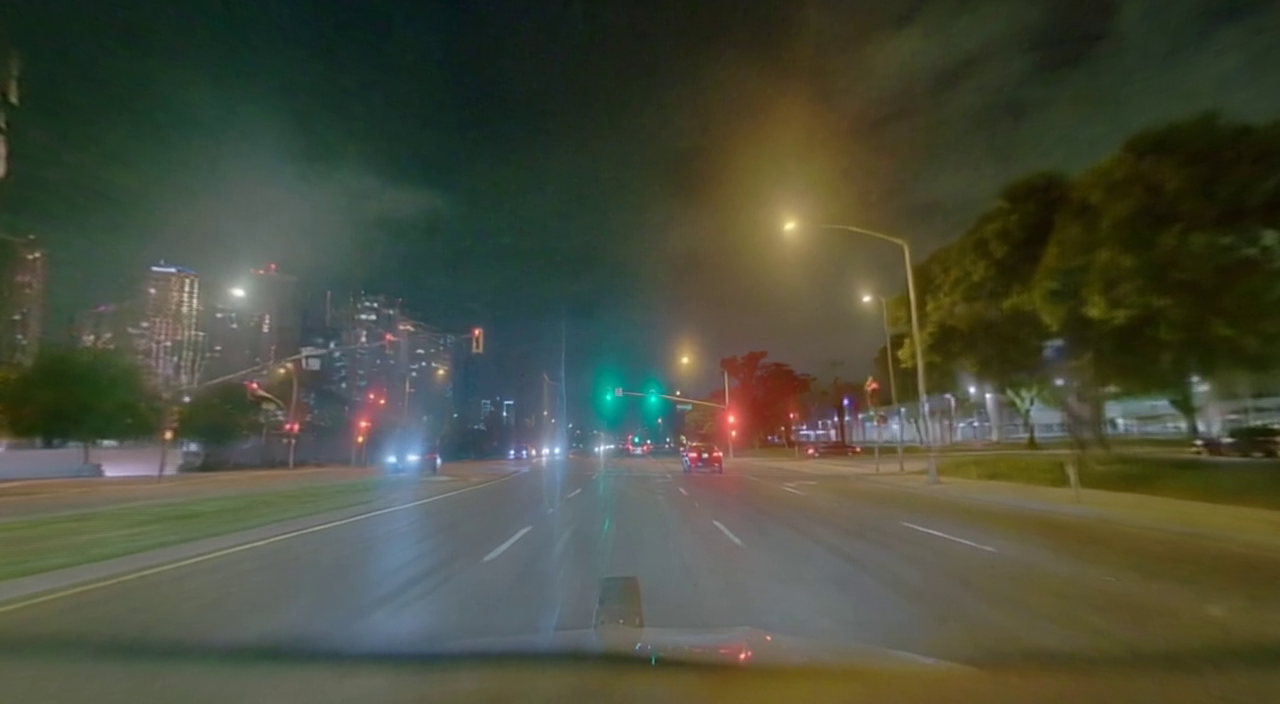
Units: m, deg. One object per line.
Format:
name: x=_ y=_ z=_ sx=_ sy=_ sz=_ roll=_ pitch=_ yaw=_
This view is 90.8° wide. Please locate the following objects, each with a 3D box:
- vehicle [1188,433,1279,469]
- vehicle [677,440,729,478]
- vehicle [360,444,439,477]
vehicle: x=25.503 y=4.133 z=26.373 sx=1.828 sy=1.384 sz=3.794 roll=0 pitch=-9 yaw=1
vehicle: x=3.093 y=5.369 z=31.933 sx=2.069 sy=1.761 sz=4.610 roll=0 pitch=-9 yaw=-1
vehicle: x=-11.814 y=5.349 z=31.404 sx=2.059 sy=1.503 sz=4.483 roll=0 pitch=-9 yaw=1
